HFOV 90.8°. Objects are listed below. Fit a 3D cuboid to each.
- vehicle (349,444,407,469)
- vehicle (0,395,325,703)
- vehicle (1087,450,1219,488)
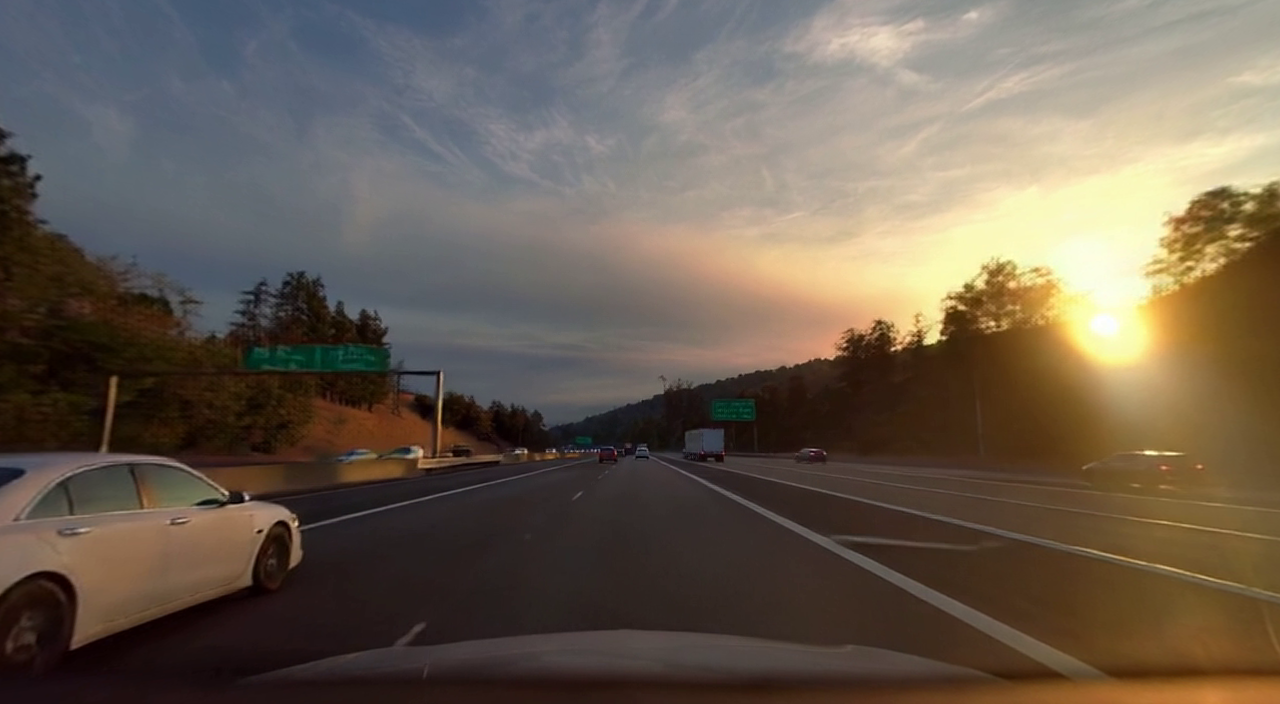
[{"bbox_3d":[-16.094,6.436,38.919,1.922,1.443,3.908,0,-9,0],"label":"vehicle"},{"bbox_3d":[-3.972,1.130,3.754,1.988,1.585,4.215,0,-9,0],"label":"vehicle"},{"bbox_3d":[26.165,5.948,32.366,1.973,1.766,4.726,6,-11,-34],"label":"vehicle"}]
